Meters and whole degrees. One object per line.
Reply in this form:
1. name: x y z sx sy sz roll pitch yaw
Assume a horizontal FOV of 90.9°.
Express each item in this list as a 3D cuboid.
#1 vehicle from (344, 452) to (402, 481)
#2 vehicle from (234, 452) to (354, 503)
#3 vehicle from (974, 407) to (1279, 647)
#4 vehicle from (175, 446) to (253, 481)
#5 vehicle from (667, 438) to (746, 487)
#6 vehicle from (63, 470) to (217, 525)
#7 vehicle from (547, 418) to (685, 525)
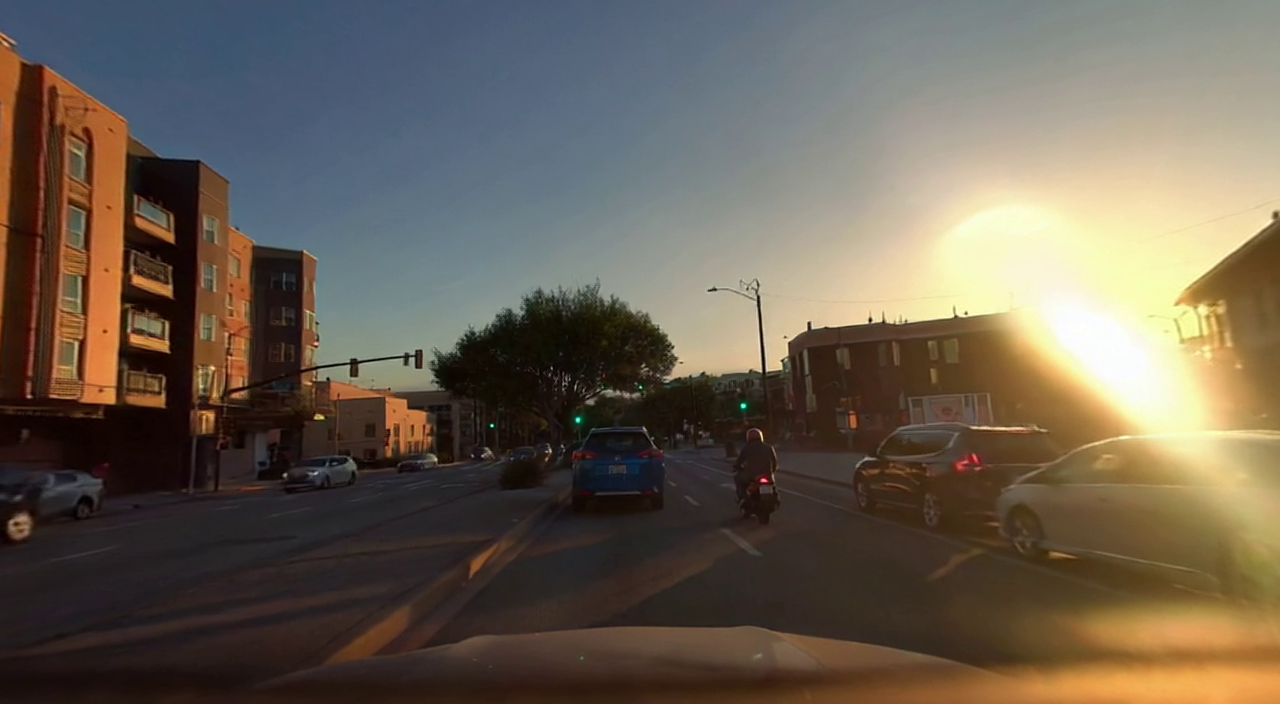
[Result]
1. vehicle: -19.411 8.331 46.051 2.134 1.915 5.317 1 -9 -3
2. vehicle: -14.296 5.158 26.525 2.142 1.826 5.471 0 -9 -3
3. vehicle: 5.118 1.320 5.335 2.012 1.532 4.565 0 -9 -1
4. vehicle: -33.308 8.754 49.386 4.576 2.249 2.096 -5 -10 -2
5. vehicle: 2.145 3.754 21.730 2.101 1.507 4.355 0 -9 -2
6. vehicle: -17.848 5.168 22.868 2.038 1.607 4.348 0 -9 -1
7. vehicle: -0.420 2.289 12.577 2.265 1.748 4.130 0 -9 -1
